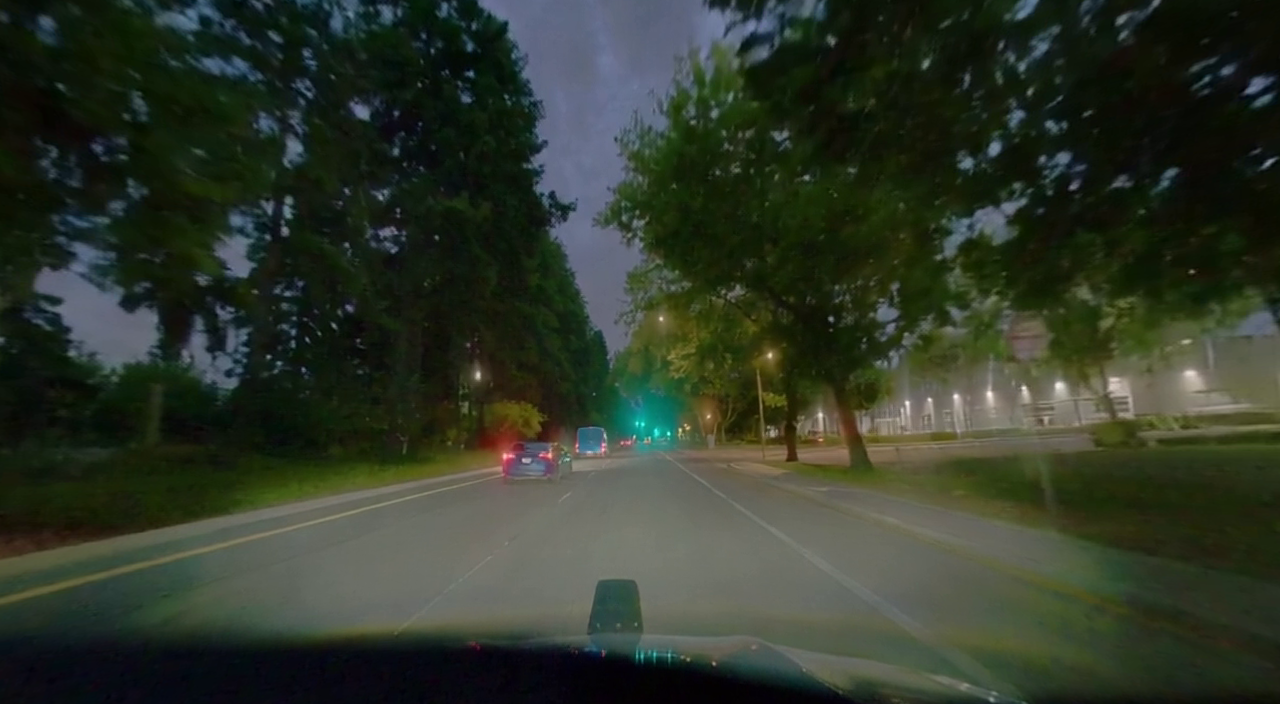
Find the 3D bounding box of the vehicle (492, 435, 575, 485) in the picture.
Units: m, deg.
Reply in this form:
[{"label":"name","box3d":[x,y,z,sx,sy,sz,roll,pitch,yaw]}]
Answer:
[{"label":"vehicle","box3d":[-3.418,3.540,21.015,2.009,1.473,4.028,0,-8,1]}]

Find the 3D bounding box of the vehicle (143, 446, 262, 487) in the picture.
[{"label":"vehicle","box3d":[-19.164,4.992,27.989,1.965,1.636,4.561,0,-8,1]}]
